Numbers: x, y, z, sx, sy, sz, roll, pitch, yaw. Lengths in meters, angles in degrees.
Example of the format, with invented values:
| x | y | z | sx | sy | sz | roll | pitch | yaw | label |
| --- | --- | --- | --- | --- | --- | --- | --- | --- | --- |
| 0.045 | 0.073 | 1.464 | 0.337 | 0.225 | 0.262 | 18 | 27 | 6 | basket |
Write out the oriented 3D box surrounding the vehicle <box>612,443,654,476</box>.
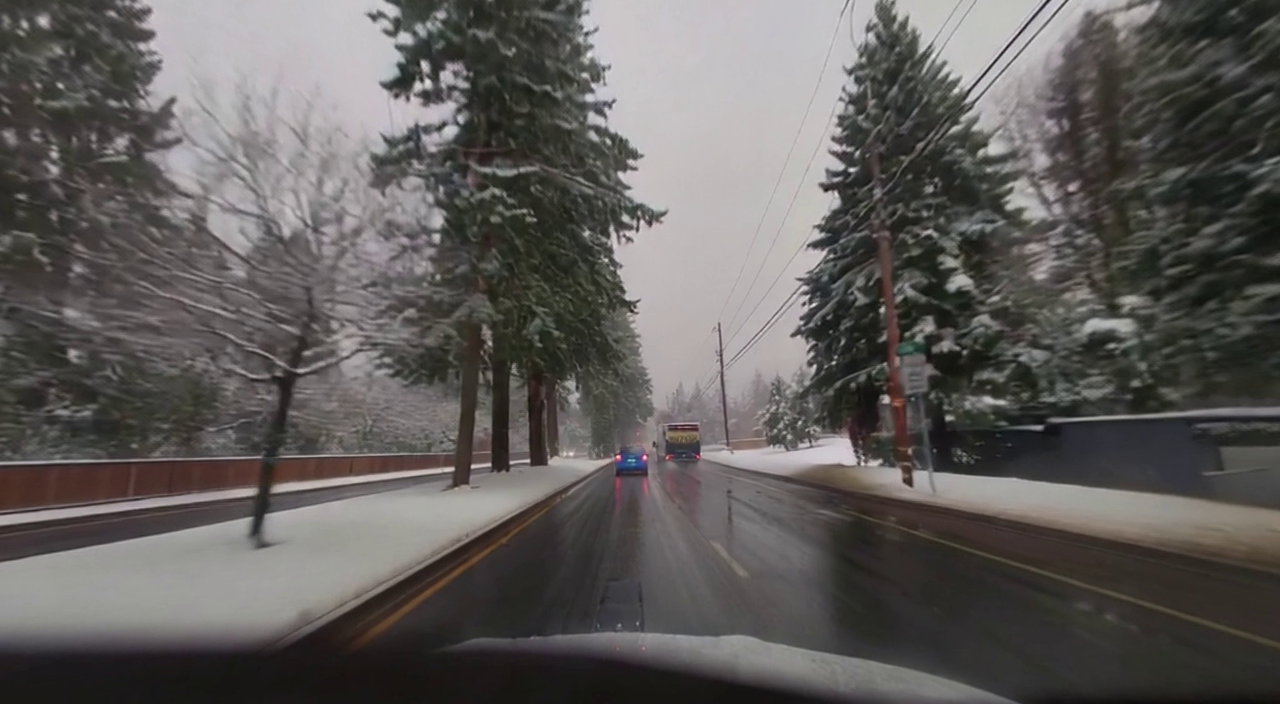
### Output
| x | y | z | sx | sy | sz | roll | pitch | yaw | label |
| --- | --- | --- | --- | --- | --- | --- | --- | --- | --- |
| -0.347 | 5.421 | 32.177 | 2.018 | 1.511 | 3.993 | 0 | -8 | 0 | vehicle |

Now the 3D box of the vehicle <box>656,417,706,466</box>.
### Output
| x | y | z | sx | sy | sz | roll | pitch | yaw | label |
| --- | --- | --- | --- | --- | --- | --- | --- | --- | --- |
| 2.936 | 6.906 | 48.755 | 2.789 | 3.285 | 12.428 | 0 | -8 | -1 | vehicle |
